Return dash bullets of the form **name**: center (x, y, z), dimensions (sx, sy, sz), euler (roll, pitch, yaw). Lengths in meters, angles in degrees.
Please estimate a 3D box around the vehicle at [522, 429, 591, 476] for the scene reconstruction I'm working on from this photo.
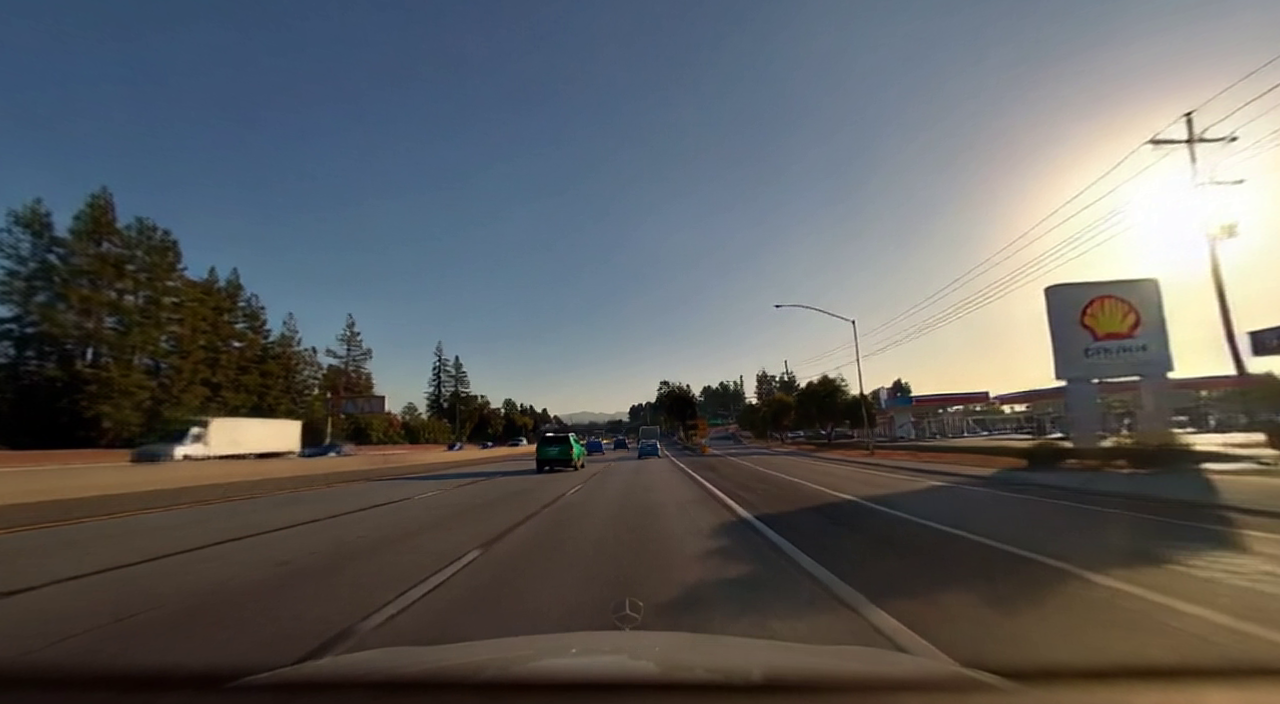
- **vehicle**: center (-3.560, 4.403, 27.824), dimensions (2.273, 1.884, 4.515), euler (0, -8, 2)

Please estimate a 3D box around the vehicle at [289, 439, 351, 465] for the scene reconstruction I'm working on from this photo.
- **vehicle**: center (-22.882, 7.174, 45.270), dimensions (2.108, 1.758, 4.475), euler (0, -8, 0)

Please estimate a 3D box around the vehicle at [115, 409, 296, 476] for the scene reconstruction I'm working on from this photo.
- **vehicle**: center (-27.274, 5.855, 40.836), dimensions (3.043, 3.655, 12.198), euler (0, -8, 0)

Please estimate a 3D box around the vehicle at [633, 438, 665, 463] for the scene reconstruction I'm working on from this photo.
- **vehicle**: center (0.560, 6.394, 40.962), dimensions (1.982, 1.524, 3.800), euler (0, -8, -1)
